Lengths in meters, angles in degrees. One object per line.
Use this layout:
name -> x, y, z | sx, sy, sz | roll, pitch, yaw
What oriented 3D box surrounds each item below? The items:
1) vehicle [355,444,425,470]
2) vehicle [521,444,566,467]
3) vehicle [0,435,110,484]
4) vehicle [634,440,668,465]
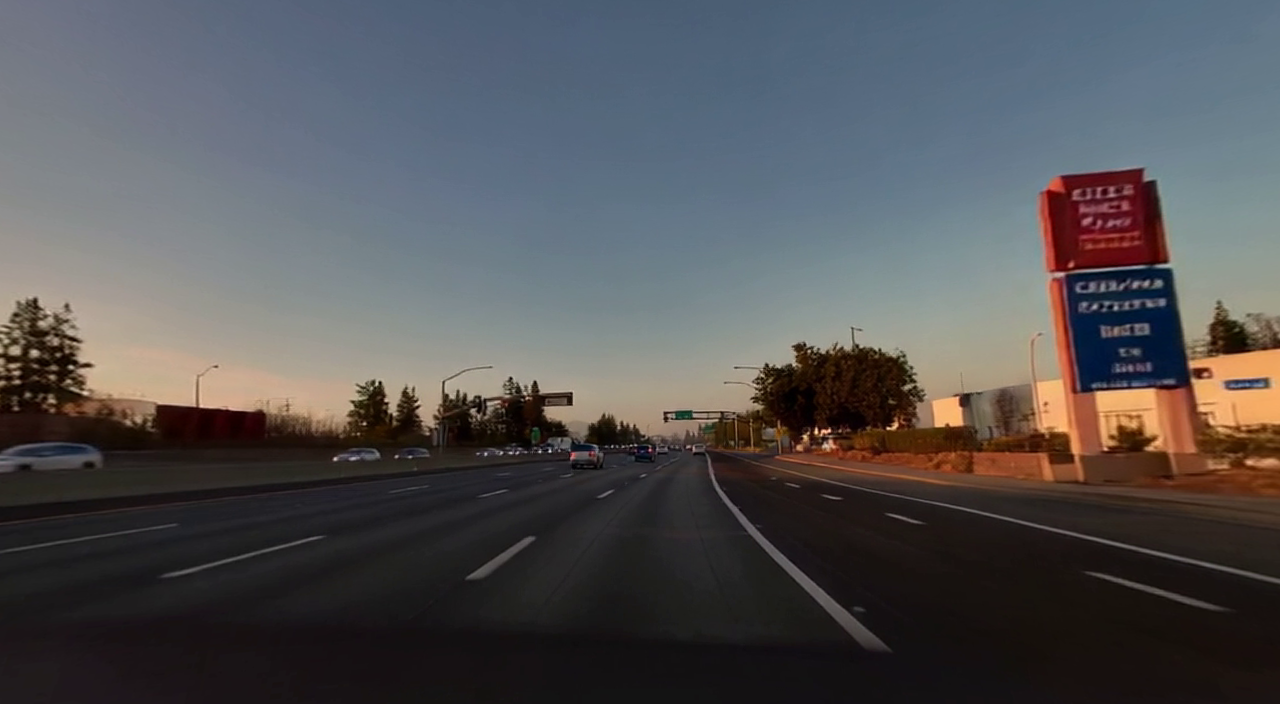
vehicle -> -15.452, 6.481, 39.355 | 1.933, 1.490, 4.704 | -1, -9, 7
vehicle -> -6.685, 7.189, 44.096 | 1.903, 1.451, 4.461 | -1, -9, 7
vehicle -> -23.541, 4.105, 24.357 | 2.090, 1.720, 4.470 | -1, -9, 5
vehicle -> 0.859, 7.520, 47.351 | 2.139, 1.782, 4.079 | -1, -9, 7
